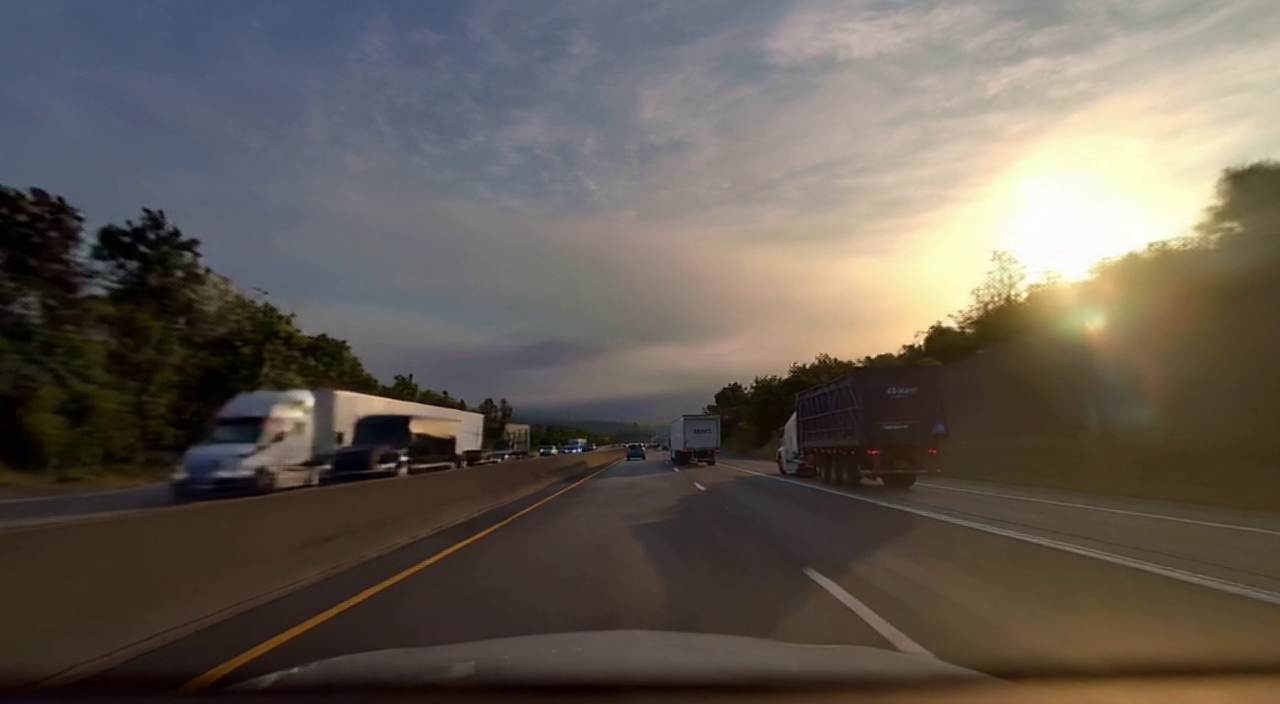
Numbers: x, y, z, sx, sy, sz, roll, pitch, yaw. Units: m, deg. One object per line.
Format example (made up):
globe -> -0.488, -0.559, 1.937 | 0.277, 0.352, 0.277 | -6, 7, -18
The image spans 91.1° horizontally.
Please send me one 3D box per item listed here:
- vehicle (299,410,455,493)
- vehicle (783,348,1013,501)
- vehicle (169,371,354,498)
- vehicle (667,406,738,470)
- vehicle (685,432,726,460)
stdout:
vehicle -> -9.126, 3.523, 22.861 | 2.506, 2.525, 7.037 | 0, -8, 1
vehicle -> 8.401, 2.804, 23.622 | 2.843, 4.053, 13.777 | 0, -8, 0
vehicle -> -13.492, 3.039, 23.195 | 2.984, 4.048, 5.886 | 0, -8, 1
vehicle -> 3.993, 5.955, 43.811 | 3.288, 3.717, 13.646 | 0, -7, -1
vehicle -> 4.090, 5.940, 39.924 | 2.120, 1.651, 4.639 | 0, -8, 0
